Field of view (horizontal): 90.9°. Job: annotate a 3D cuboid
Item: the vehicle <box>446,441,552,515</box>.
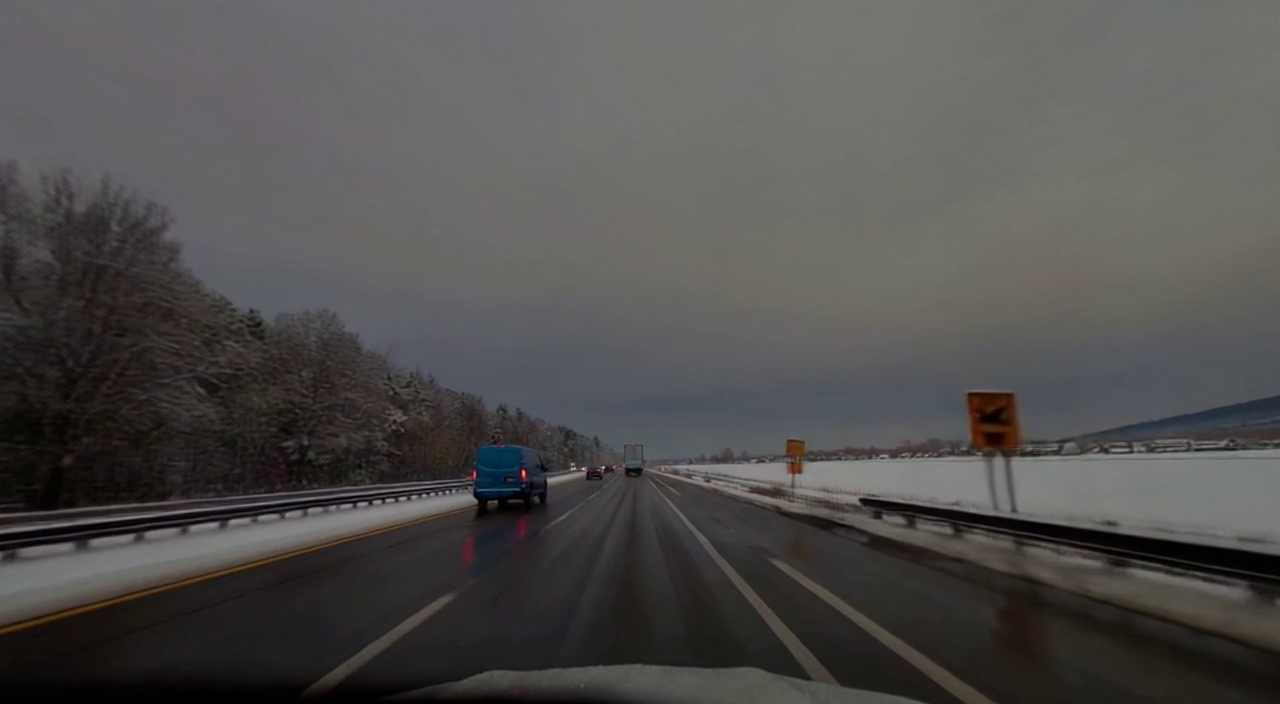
[{"bbox_3d":[-4.203,3.907,19.762,2.208,1.973,4.716,1,-10,0],"label":"vehicle"}]
